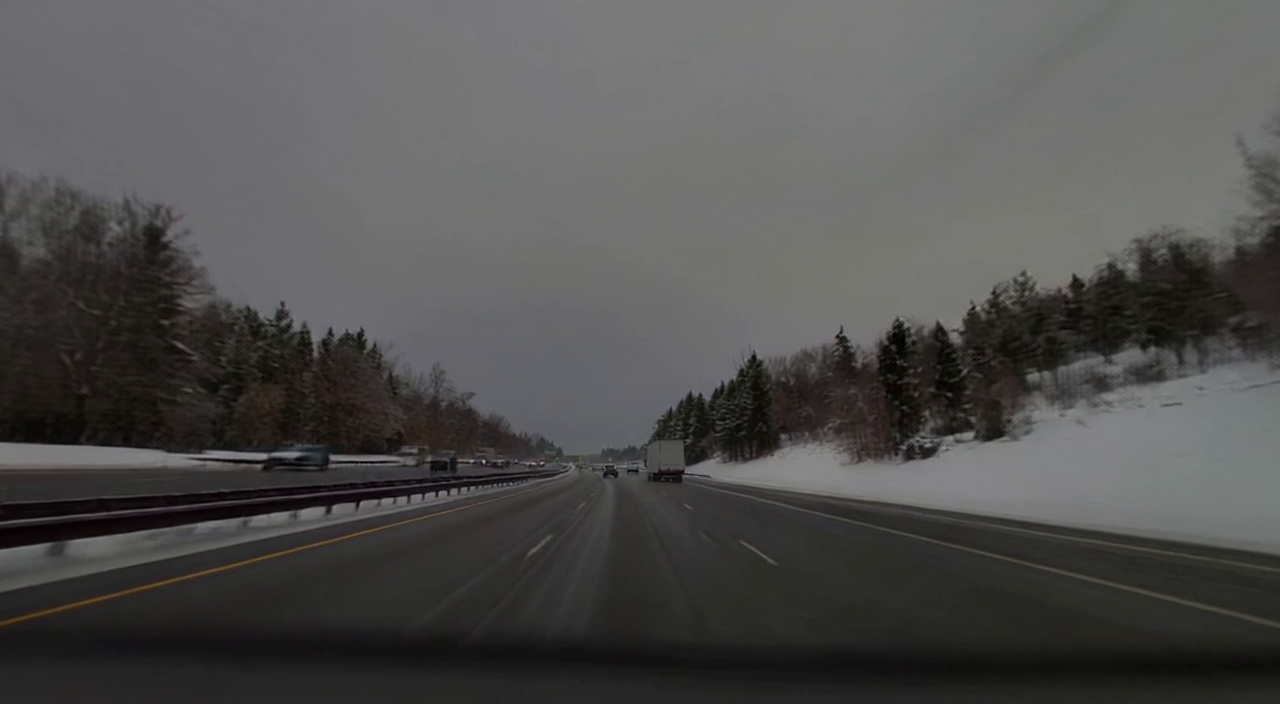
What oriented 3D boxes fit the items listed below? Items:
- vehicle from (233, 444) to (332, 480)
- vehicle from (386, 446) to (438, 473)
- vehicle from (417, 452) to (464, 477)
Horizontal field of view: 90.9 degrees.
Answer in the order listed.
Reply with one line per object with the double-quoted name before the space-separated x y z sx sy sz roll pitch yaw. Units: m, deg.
"vehicle" -16.150 5.049 28.780 1.914 1.484 4.634 1 -11 -2
"vehicle" -16.966 8.107 47.127 2.106 1.843 4.997 1 -11 -1
"vehicle" -12.224 6.947 38.786 1.732 1.414 3.600 1 -11 -1
